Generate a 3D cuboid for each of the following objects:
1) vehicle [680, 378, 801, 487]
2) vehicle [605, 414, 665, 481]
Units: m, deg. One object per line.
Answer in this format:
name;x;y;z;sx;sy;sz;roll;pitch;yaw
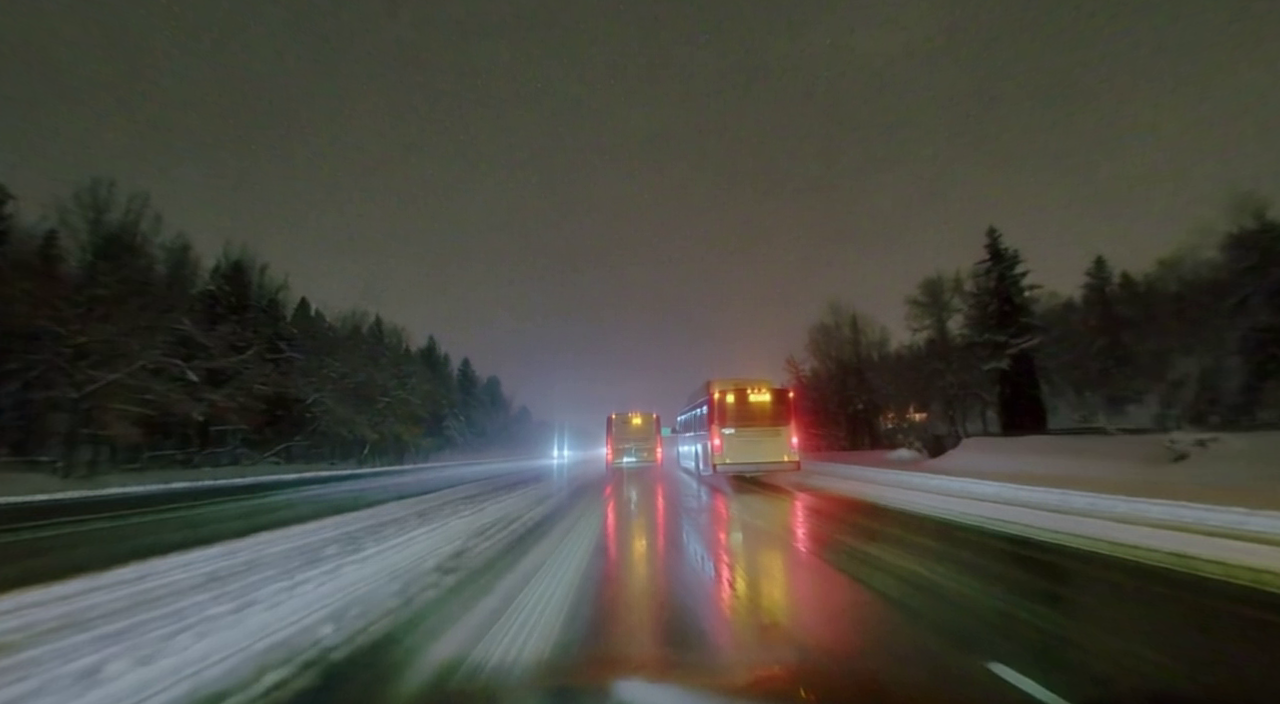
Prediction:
vehicle;3.836;3.706;27.901;3.074;3.668;12.805;0;-9;-1
vehicle;-0.199;4.291;28.274;2.414;2.675;5.574;-1;-9;0
